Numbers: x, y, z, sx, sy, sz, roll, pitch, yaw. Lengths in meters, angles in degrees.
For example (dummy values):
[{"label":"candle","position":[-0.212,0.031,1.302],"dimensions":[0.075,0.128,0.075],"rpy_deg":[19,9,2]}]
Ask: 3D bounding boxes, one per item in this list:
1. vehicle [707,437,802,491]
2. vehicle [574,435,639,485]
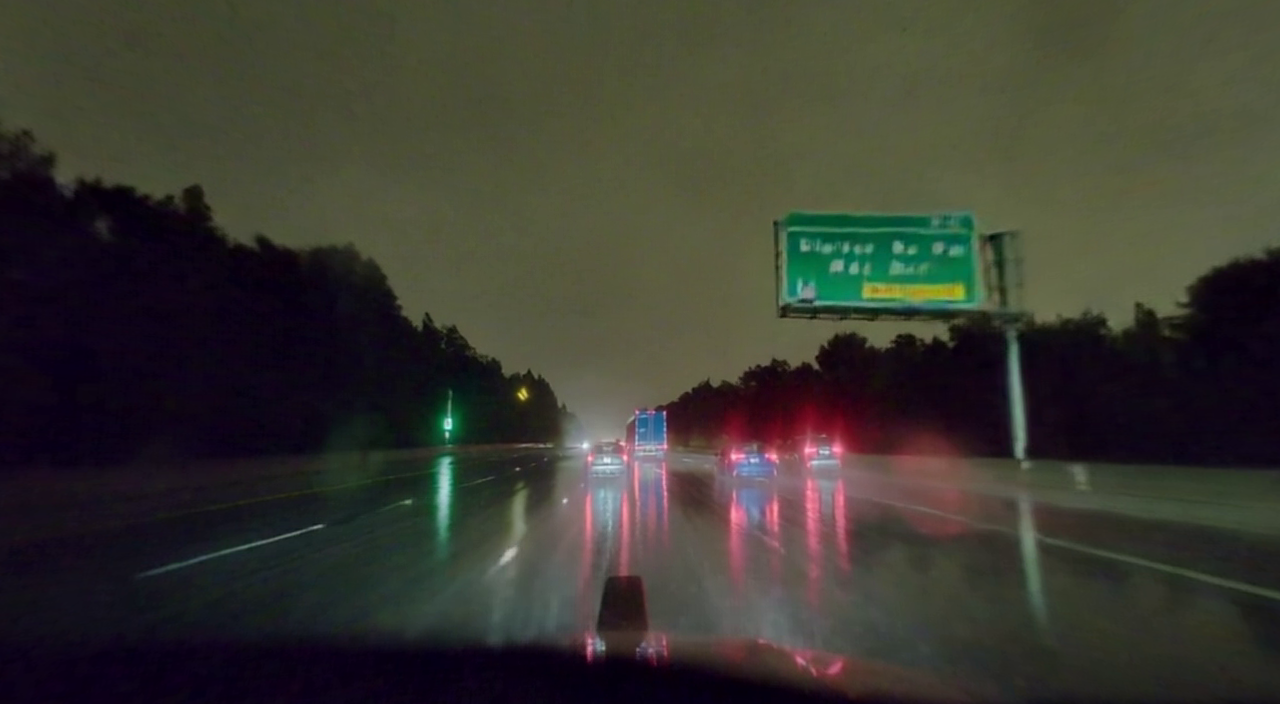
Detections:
[{"label":"vehicle","position":[3.424,3.432,19.710],"dimensions":[1.971,1.472,4.301],"rpy_deg":[0,-8,-2]},{"label":"vehicle","position":[-1.069,3.628,21.441],"dimensions":[2.020,1.516,3.951],"rpy_deg":[0,-8,-1]}]
